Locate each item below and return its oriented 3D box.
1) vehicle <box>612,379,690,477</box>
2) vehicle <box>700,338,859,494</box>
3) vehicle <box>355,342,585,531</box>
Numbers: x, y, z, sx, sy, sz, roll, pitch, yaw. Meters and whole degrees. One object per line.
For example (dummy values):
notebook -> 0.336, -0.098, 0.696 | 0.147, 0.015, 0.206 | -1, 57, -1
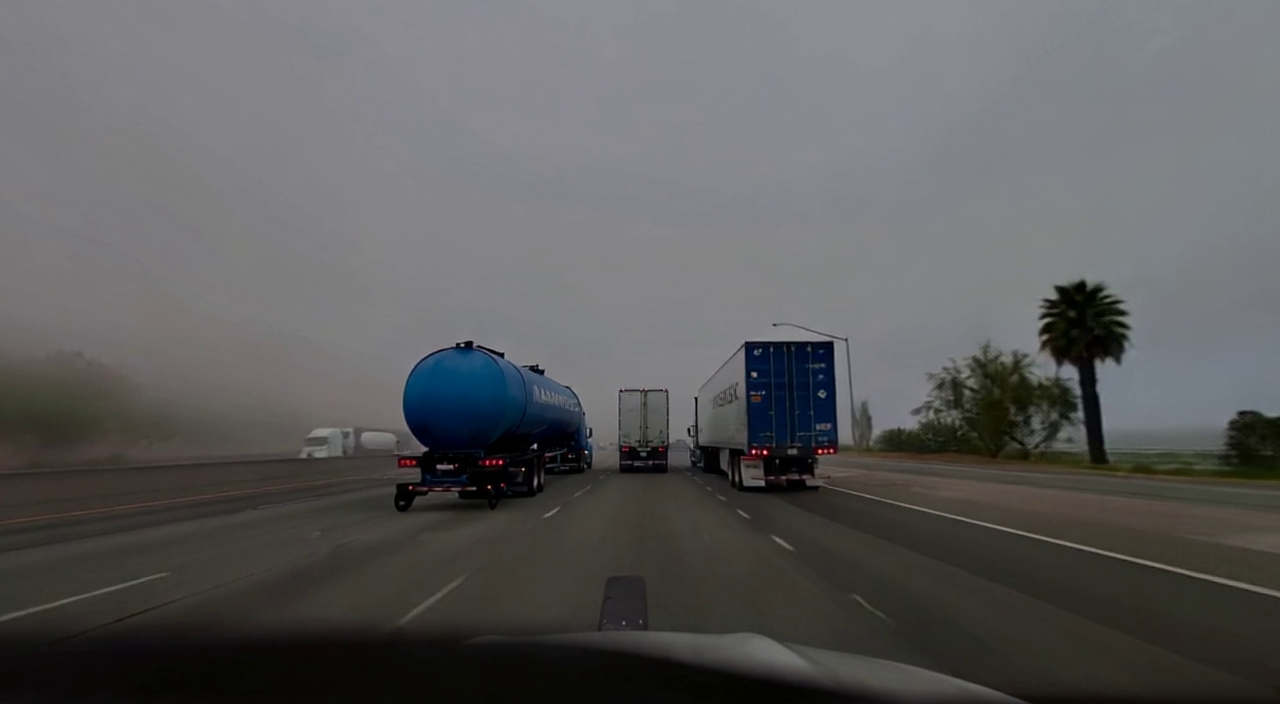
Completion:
vehicle -> 0.551, 4.302, 34.116 | 3.097, 3.856, 18.209 | 0, -8, 1
vehicle -> 4.418, 2.742, 24.241 | 2.887, 4.178, 14.553 | 0, -8, 0
vehicle -> -3.403, 2.228, 16.441 | 2.786, 3.228, 11.082 | 0, -8, 1
